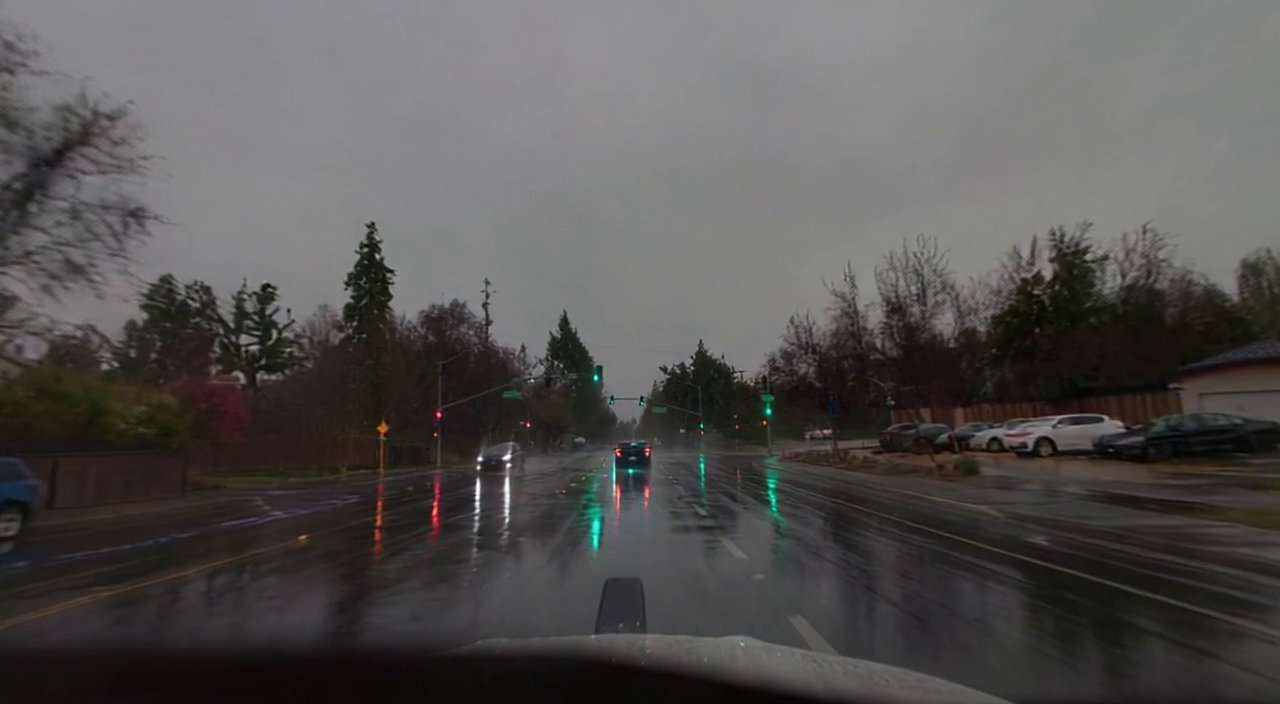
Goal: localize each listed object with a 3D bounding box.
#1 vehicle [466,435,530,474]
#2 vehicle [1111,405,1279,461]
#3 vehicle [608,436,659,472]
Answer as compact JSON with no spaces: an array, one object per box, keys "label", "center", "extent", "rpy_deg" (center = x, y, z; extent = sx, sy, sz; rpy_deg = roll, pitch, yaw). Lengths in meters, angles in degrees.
[{"label":"vehicle","center":[-6.931,5.079,31.349],"extent":[2.117,1.756,4.375],"rpy_deg":[0,-9,0]},{"label":"vehicle","center":[16.638,2.345,18.097],"extent":[4.658,1.495,1.978],"rpy_deg":[0,-9,1]},{"label":"vehicle","center":[-0.260,4.572,28.362],"extent":[2.104,1.462,3.991],"rpy_deg":[0,-9,0]}]
